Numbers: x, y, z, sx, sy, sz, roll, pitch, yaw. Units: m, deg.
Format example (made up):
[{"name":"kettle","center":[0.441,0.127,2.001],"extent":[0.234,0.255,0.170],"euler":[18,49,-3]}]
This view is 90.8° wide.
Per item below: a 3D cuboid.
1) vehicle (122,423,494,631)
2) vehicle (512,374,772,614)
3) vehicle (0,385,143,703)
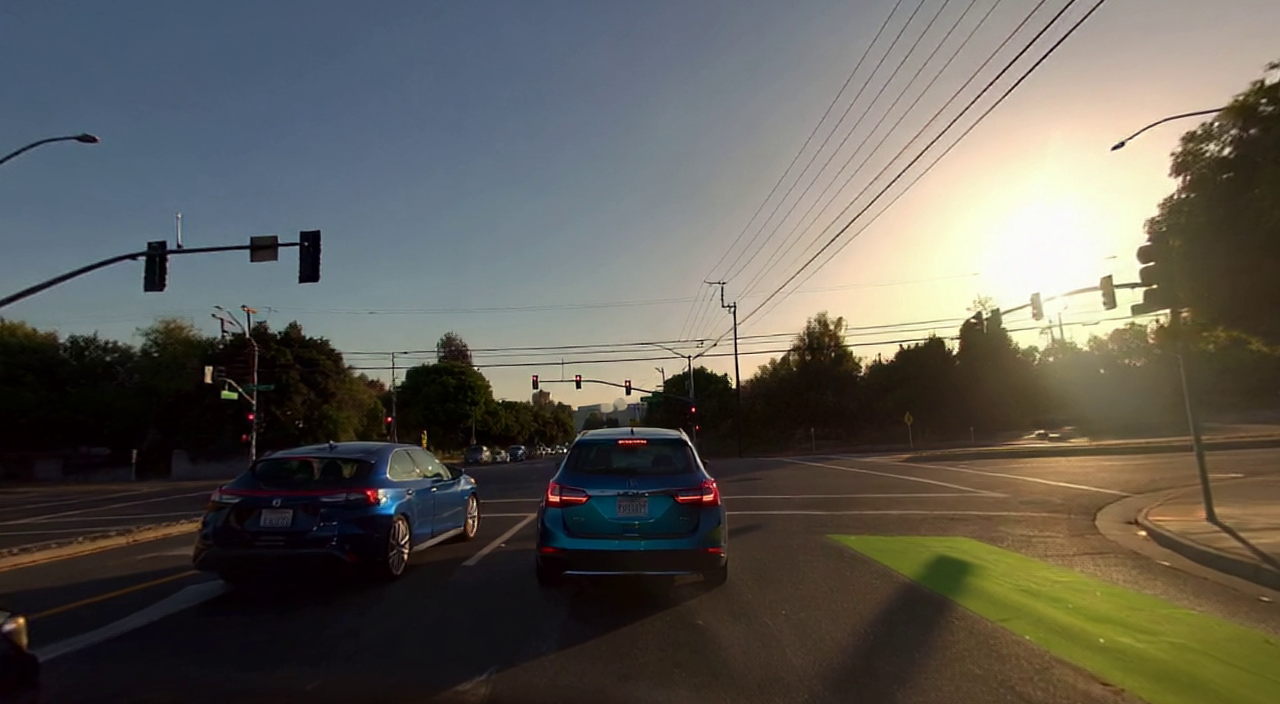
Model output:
[{"name":"vehicle","center":[-2.915,1.613,6.660],"extent":[1.726,1.506,3.840],"euler":[0,-10,1]},{"name":"vehicle","center":[-0.020,1.554,7.666],"extent":[2.036,1.885,5.196],"euler":[0,-10,-1]},{"name":"vehicle","center":[-3.472,0.592,0.329],"extent":[2.138,1.488,5.327],"euler":[0,-8,0]}]
